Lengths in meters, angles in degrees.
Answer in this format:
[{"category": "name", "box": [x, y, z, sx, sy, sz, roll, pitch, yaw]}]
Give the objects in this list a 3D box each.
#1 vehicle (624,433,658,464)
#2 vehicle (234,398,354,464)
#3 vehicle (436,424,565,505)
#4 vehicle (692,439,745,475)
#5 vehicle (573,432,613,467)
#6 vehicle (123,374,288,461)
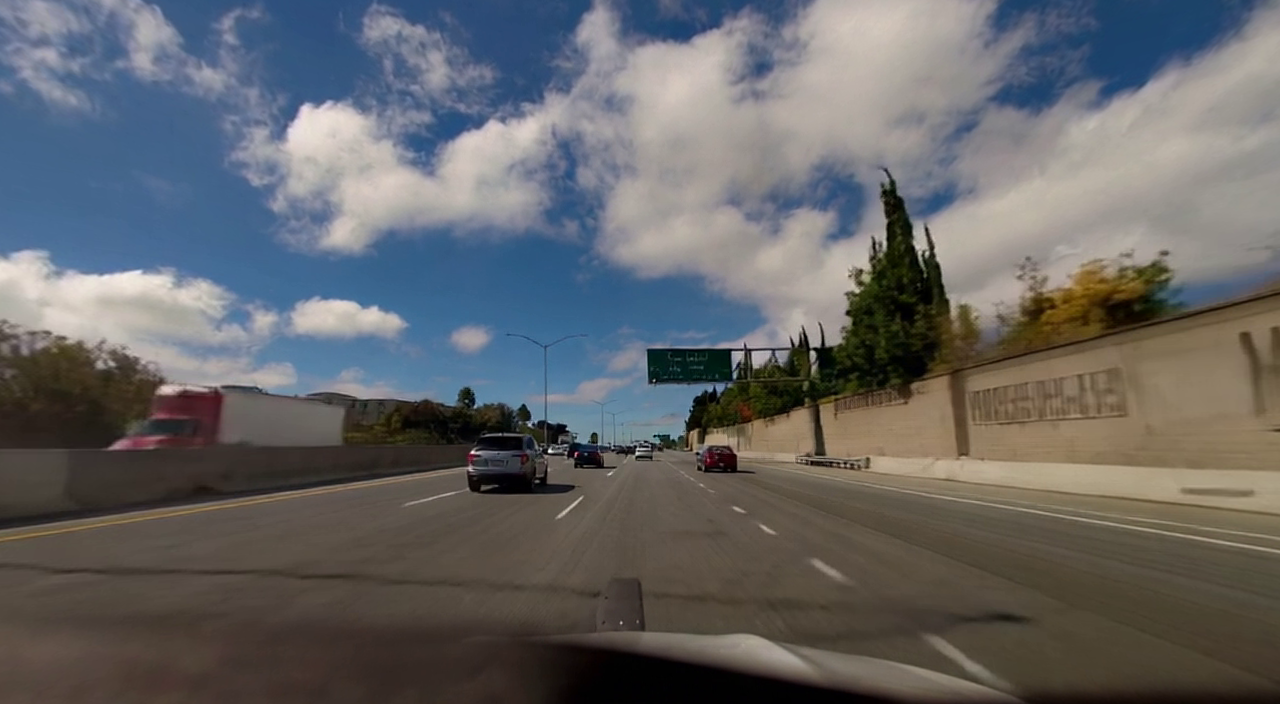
[{"category": "vehicle", "box": [0.094, 7.512, 49.023, 2.485, 2.215, 5.199, 0, -9, 0]}, {"category": "vehicle", "box": [-20.996, 4.969, 38.876, 2.782, 3.650, 7.779, 0, -9, 1]}, {"category": "vehicle", "box": [-3.504, 2.961, 17.097, 2.184, 1.819, 5.441, 0, -9, 1]}, {"category": "vehicle", "box": [4.115, 5.611, 33.883, 2.224, 1.752, 4.487, 0, -9, -1]}, {"category": "vehicle", "box": [-3.146, 6.676, 43.114, 2.378, 2.214, 4.352, 0, -9, 0]}, {"category": "vehicle", "box": [-20.980, 3.368, 31.056, 3.039, 3.834, 6.726, 0, -9, 1]}]
